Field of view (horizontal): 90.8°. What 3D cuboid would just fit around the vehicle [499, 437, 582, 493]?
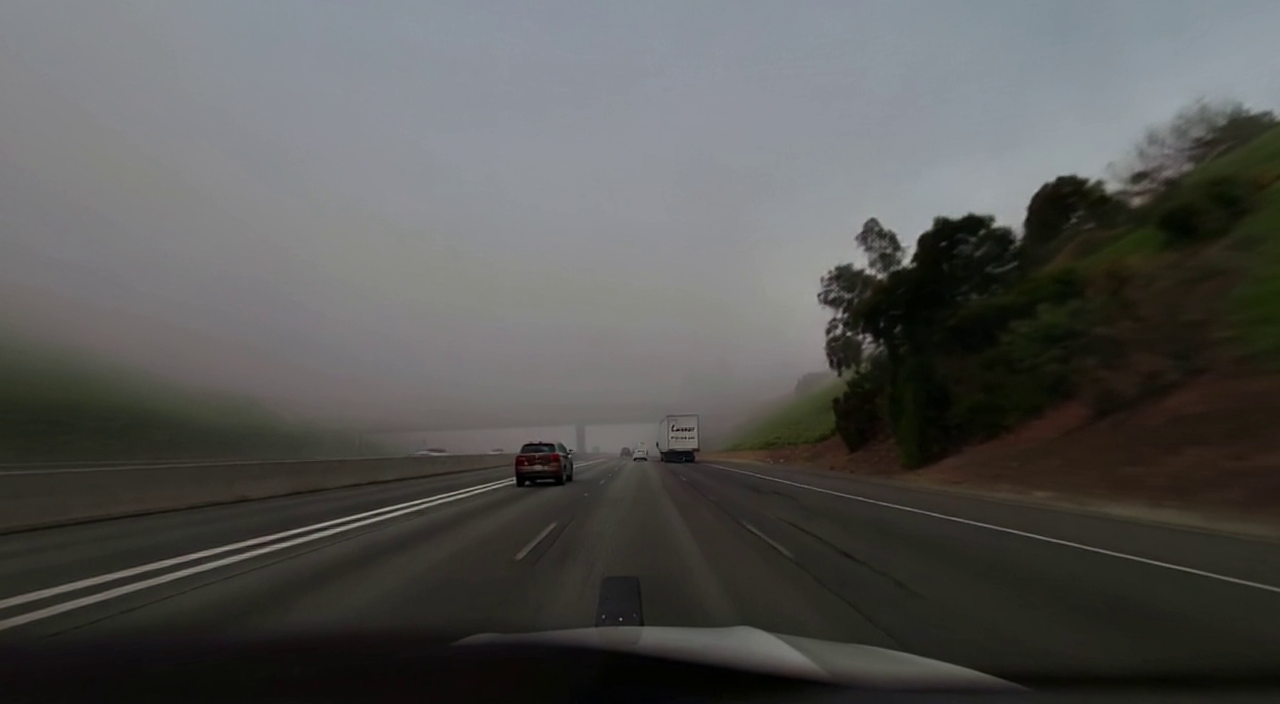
[{"bbox_3d":[-3.161,3.700,20.960,2.052,1.654,4.303,0,-9,0],"label":"vehicle"}]
